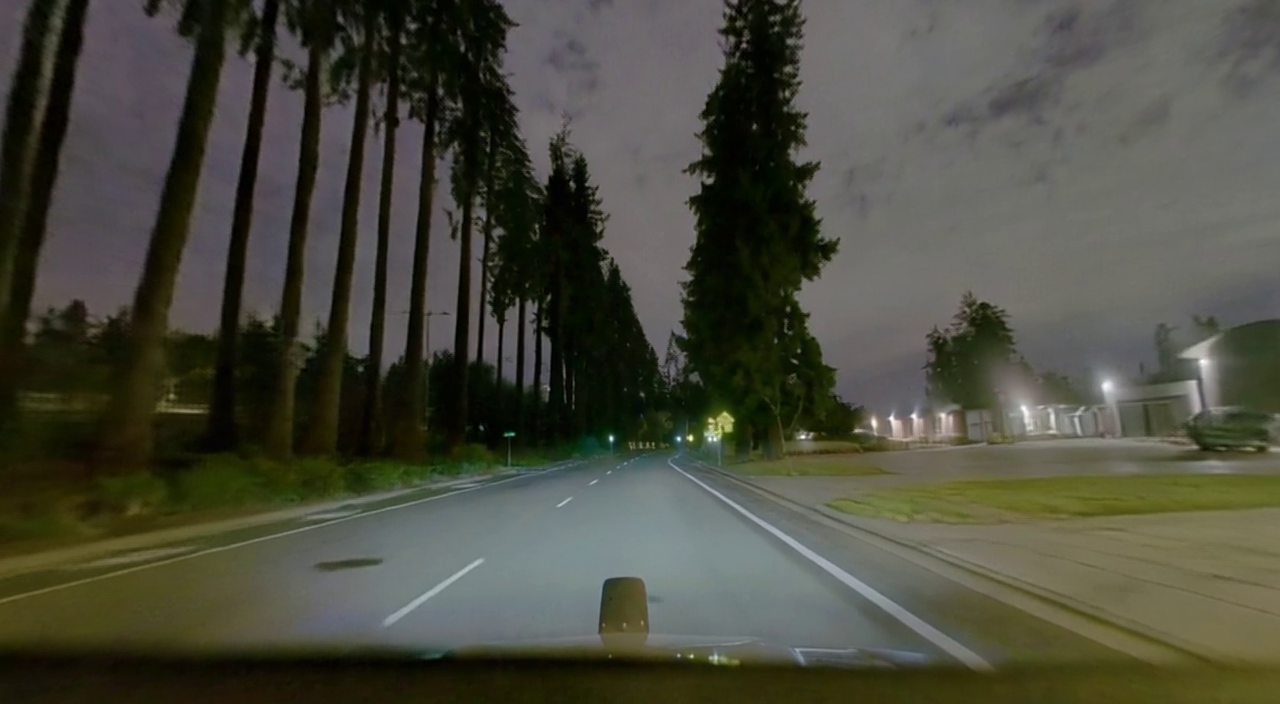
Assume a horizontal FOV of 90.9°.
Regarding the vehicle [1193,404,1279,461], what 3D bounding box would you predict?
[{"bbox_3d":[21.912,2.926,22.602,1.889,1.853,4.207,-4,-9,25],"label":"vehicle"}]
